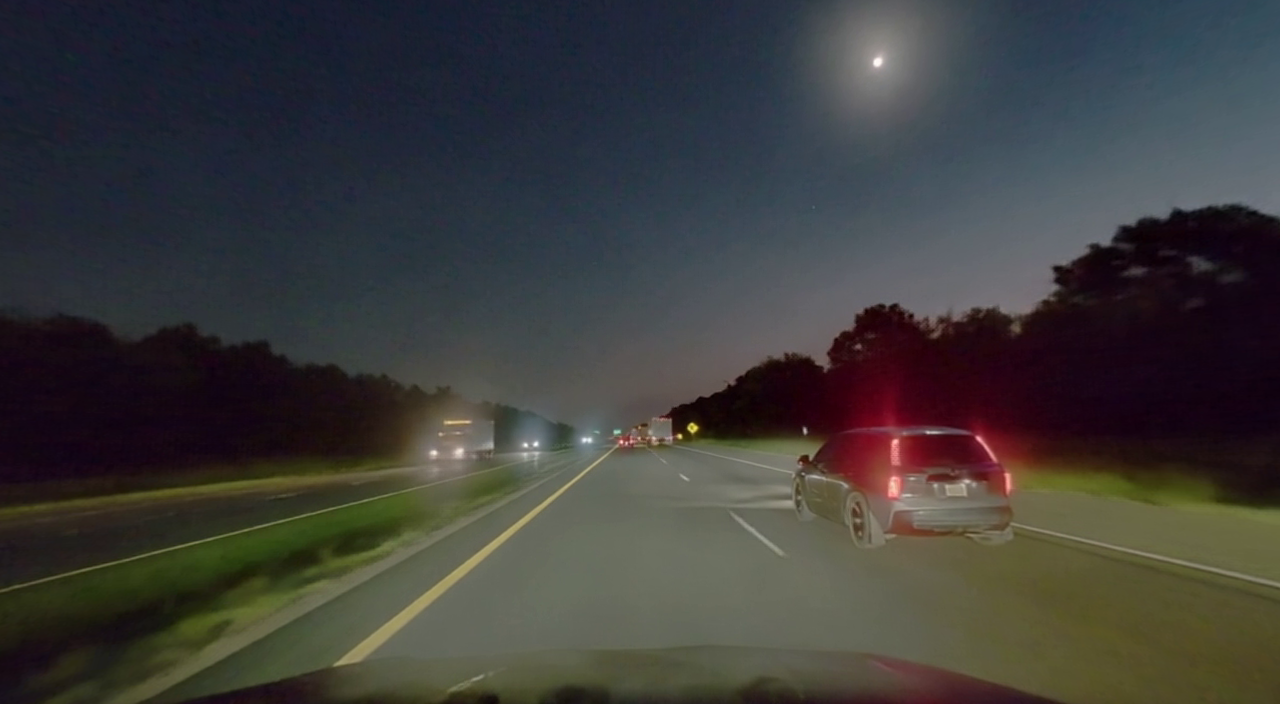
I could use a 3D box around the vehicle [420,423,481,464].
[{"bbox_3d":[-12.948,6.262,43.411,2.337,2.633,5.925,0,-8,0],"label":"vehicle"}]
